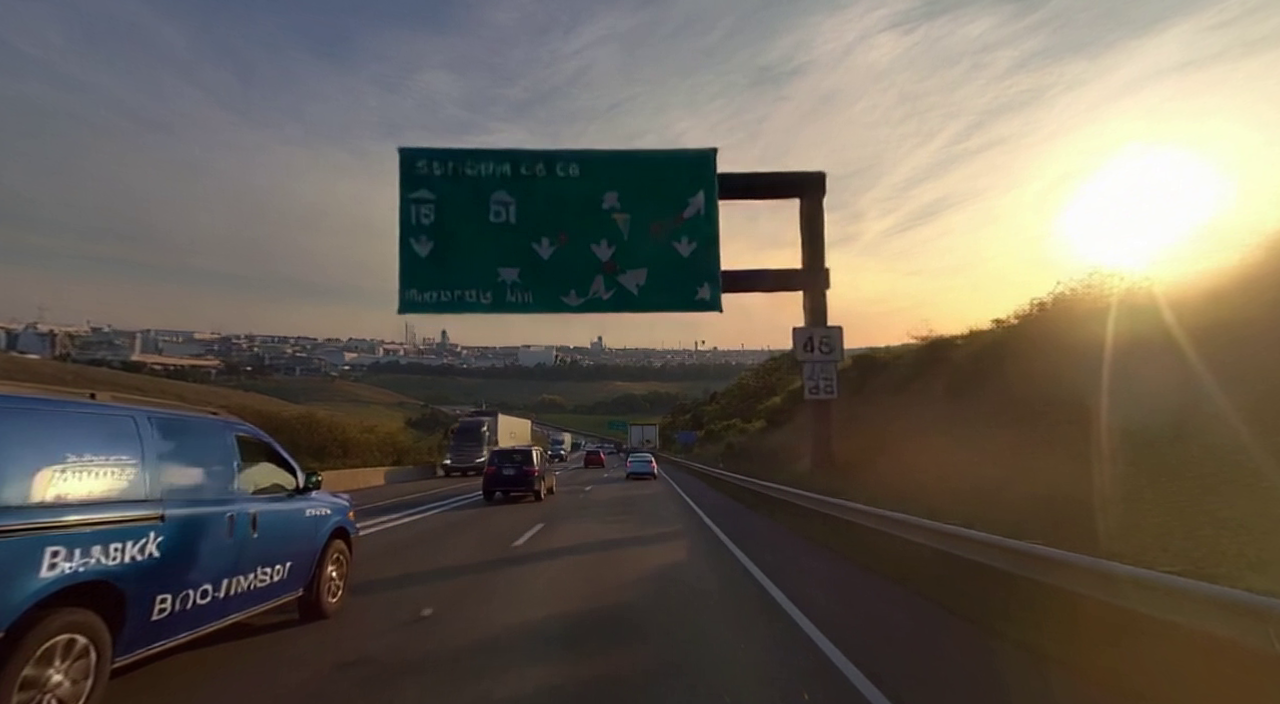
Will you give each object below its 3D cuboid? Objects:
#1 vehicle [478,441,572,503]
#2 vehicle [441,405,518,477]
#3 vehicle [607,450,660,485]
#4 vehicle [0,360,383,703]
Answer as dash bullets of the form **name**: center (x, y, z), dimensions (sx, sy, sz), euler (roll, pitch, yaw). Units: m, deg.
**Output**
- **vehicle**: center (-3.231, 3.459, 18.631), dimensions (1.937, 1.600, 4.141), euler (0, -9, 1)
- **vehicle**: center (-10.000, 5.673, 40.099), dimensions (3.178, 4.169, 6.323), euler (0, -9, 0)
- **vehicle**: center (-0.300, 4.906, 27.100), dimensions (2.095, 1.393, 3.908), euler (0, -9, -1)
- **vehicle**: center (-3.329, 1.046, 3.257), dimensions (2.117, 1.688, 4.582), euler (0, -9, -1)
